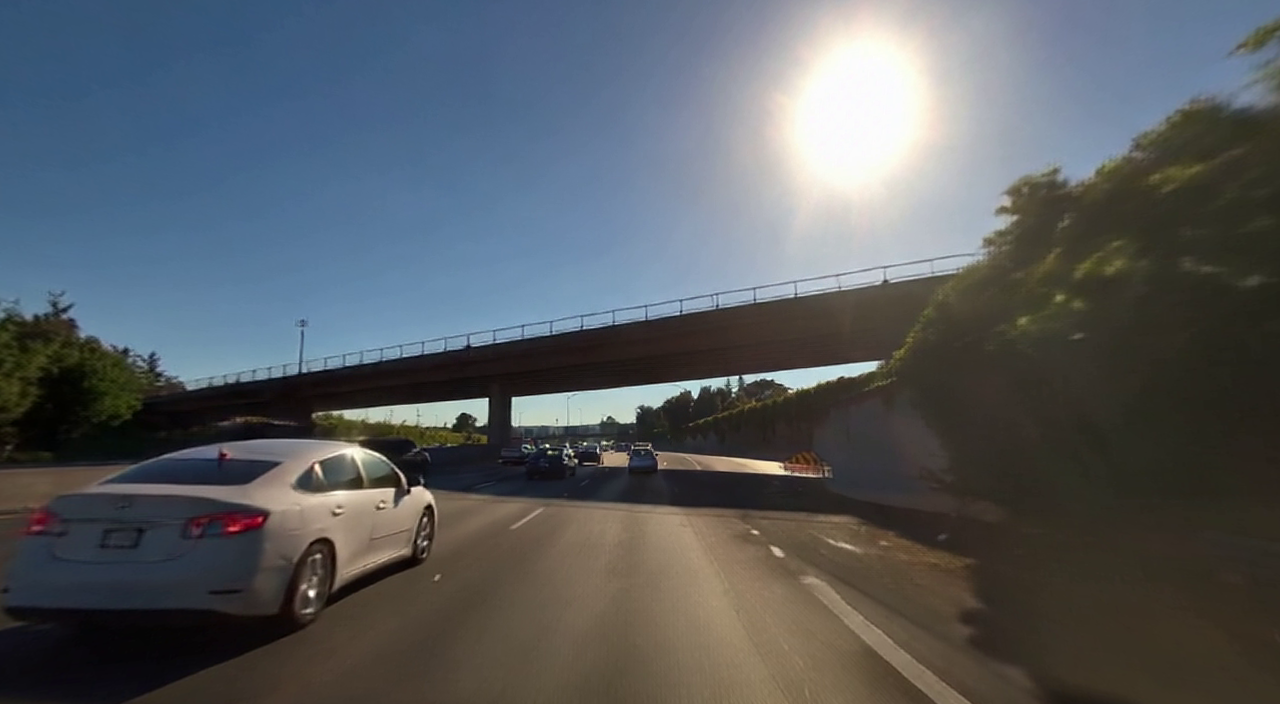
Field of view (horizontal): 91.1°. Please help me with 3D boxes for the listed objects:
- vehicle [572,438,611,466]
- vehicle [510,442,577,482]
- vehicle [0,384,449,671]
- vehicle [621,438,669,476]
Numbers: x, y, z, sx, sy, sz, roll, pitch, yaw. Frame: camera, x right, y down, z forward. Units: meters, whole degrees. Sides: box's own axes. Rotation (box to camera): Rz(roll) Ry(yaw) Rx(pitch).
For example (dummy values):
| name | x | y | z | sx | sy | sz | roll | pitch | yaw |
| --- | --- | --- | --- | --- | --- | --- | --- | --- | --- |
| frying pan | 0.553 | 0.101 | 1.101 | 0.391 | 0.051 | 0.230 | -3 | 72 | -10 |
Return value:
| name | x | y | z | sx | sy | sz | roll | pitch | yaw |
| --- | --- | --- | --- | --- | --- | --- | --- | --- | --- |
| vehicle | -3.304 | 6.877 | 43.499 | 2.237 | 1.841 | 4.683 | 0 | -8 | 1 |
| vehicle | -3.879 | 4.478 | 25.945 | 1.997 | 1.490 | 4.471 | 0 | -8 | 1 |
| vehicle | -3.685 | 1.401 | 6.188 | 2.161 | 1.759 | 4.482 | 0 | -8 | 0 |
| vehicle | 0.232 | 5.026 | 30.429 | 2.160 | 1.678 | 4.178 | 0 | -8 | 0 |
